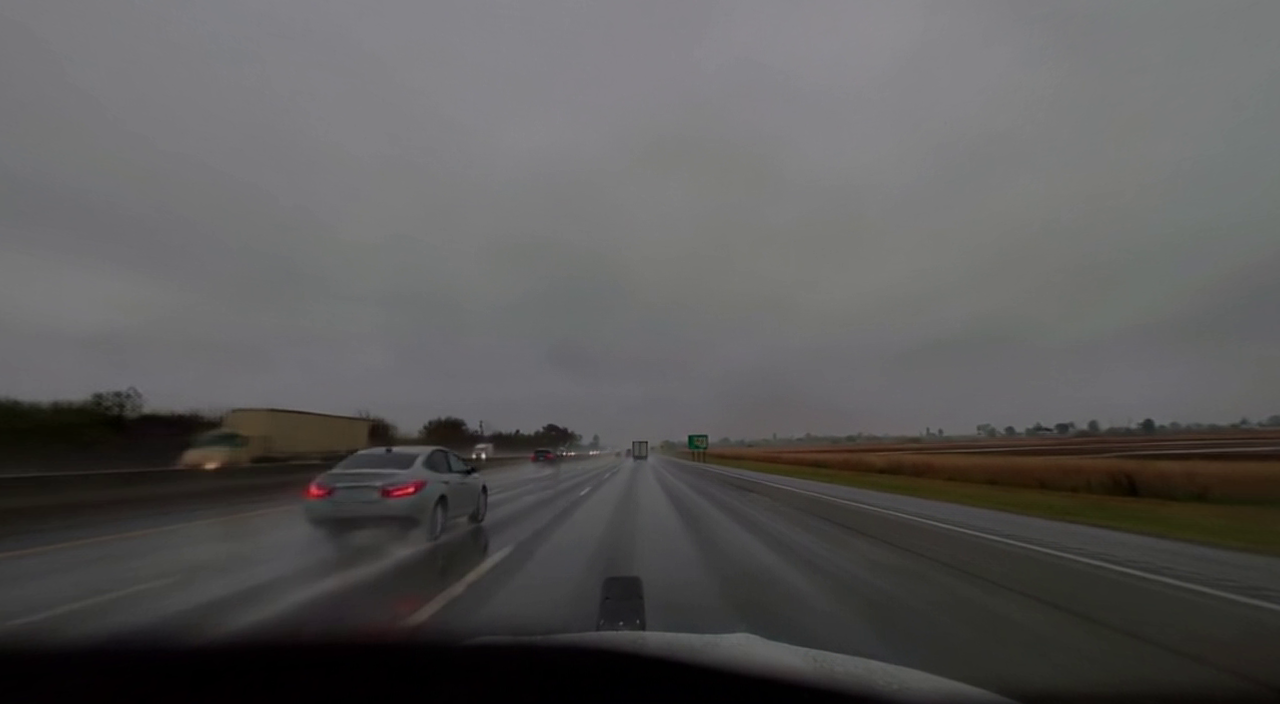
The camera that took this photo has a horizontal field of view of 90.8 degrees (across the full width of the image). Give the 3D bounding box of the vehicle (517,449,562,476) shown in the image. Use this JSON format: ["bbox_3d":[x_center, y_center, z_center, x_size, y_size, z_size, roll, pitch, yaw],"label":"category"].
[{"bbox_3d":[-6.718,7.442,42.815,2.234,1.698,4.634,0,-9,1],"label":"vehicle"}]

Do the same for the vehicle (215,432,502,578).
[{"bbox_3d":[-3.636,2.065,9.304,2.139,1.607,4.378,0,-9,1],"label":"vehicle"}]

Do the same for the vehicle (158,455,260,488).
[{"bbox_3d":[-21.713,6.019,32.052,1.897,1.499,4.565,0,-9,1],"label":"vehicle"}]
